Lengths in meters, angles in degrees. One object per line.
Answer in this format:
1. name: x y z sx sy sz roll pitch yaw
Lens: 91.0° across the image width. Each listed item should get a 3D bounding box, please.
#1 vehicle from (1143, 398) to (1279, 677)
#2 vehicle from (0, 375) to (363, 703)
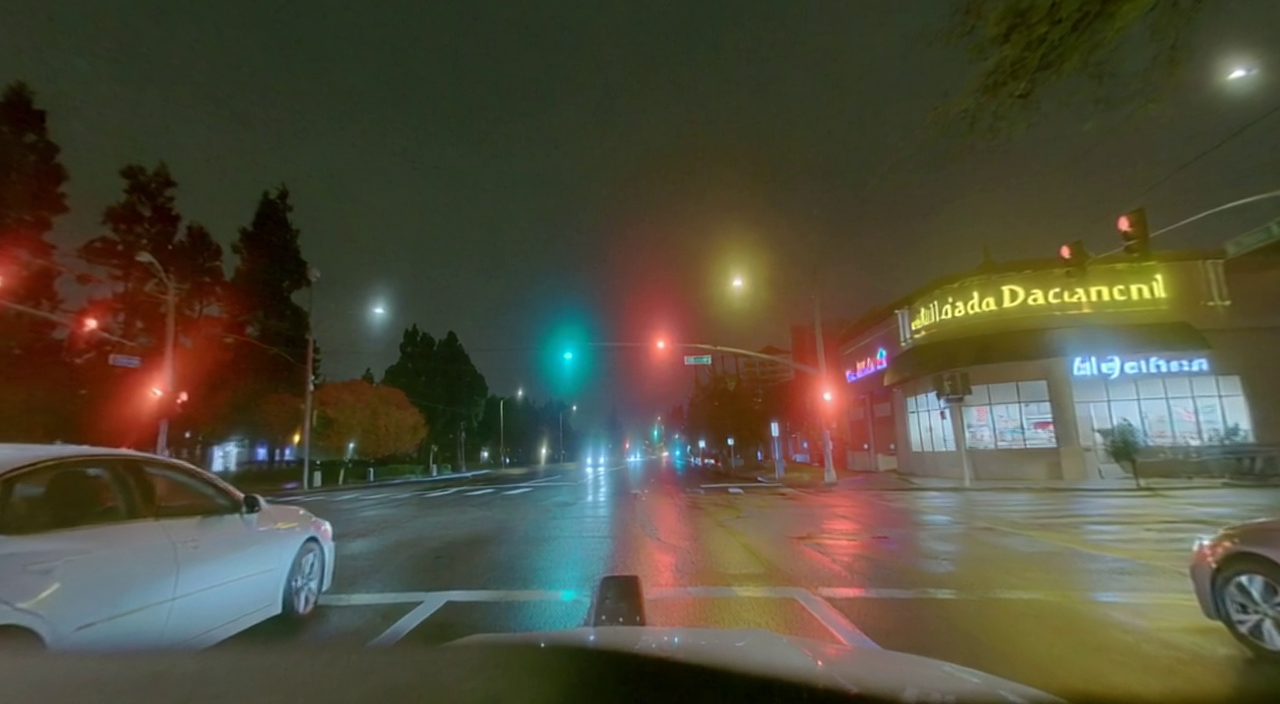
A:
1. vehicle: 4.842 0.915 2.467 2.039 1.655 4.495 0 -9 1
2. vehicle: -3.491 1.054 3.422 1.947 1.627 4.248 0 -9 1
